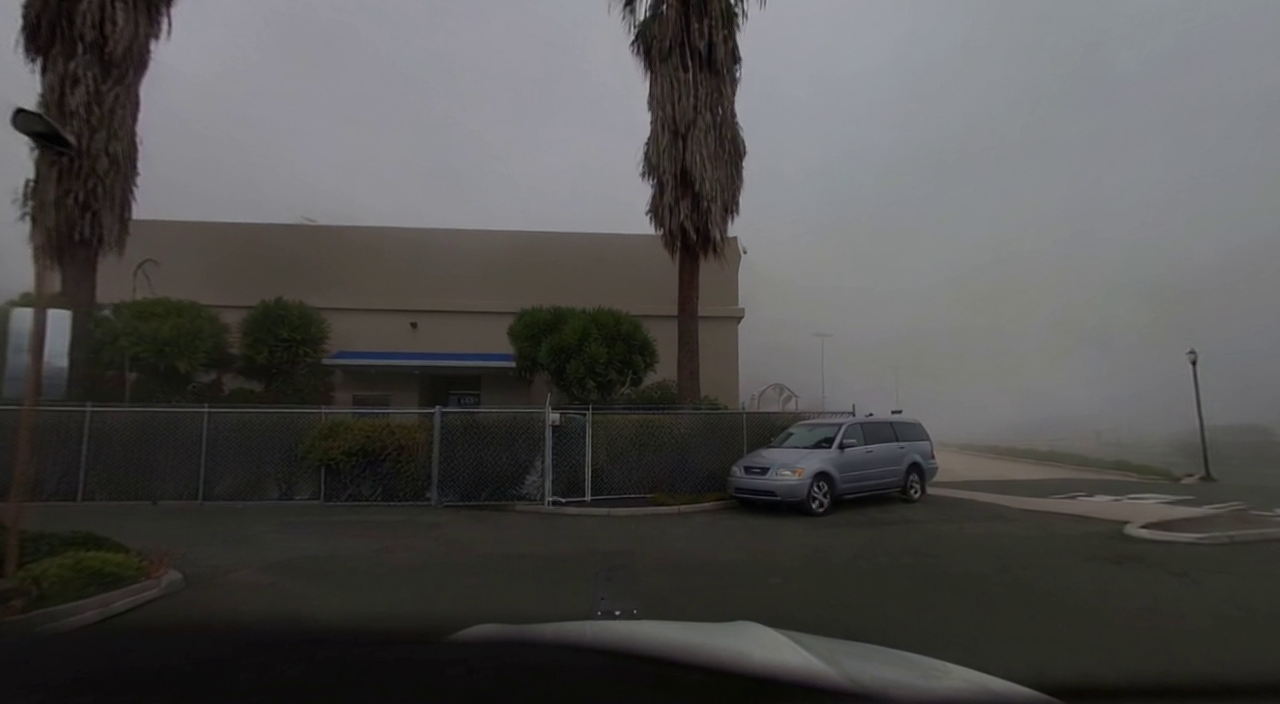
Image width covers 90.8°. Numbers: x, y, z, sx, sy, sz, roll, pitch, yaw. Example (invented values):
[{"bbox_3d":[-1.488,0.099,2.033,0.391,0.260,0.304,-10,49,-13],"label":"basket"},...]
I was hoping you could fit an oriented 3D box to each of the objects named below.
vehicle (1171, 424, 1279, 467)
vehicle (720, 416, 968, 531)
[{"bbox_3d":[22.609,3.450,23.285,1.860,1.417,4.750,0,-8,-2],"label":"vehicle"},{"bbox_3d":[3.893,2.136,11.968,4.365,1.791,2.073,4,-7,-31],"label":"vehicle"}]
